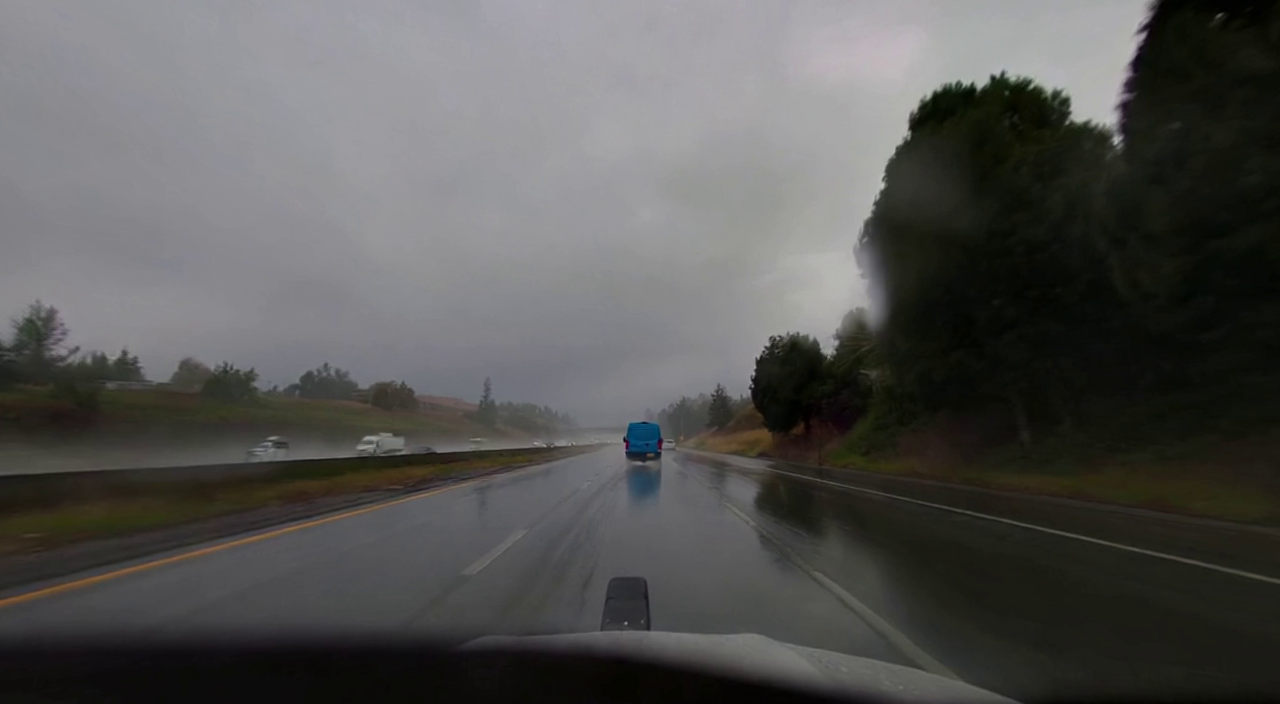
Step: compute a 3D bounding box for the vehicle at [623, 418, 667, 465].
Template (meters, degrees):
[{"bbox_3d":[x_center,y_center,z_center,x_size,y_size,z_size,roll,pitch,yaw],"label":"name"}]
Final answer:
[{"bbox_3d":[0.258,5.146,36.141,2.329,2.483,5.428,0,-8,0],"label":"vehicle"}]
